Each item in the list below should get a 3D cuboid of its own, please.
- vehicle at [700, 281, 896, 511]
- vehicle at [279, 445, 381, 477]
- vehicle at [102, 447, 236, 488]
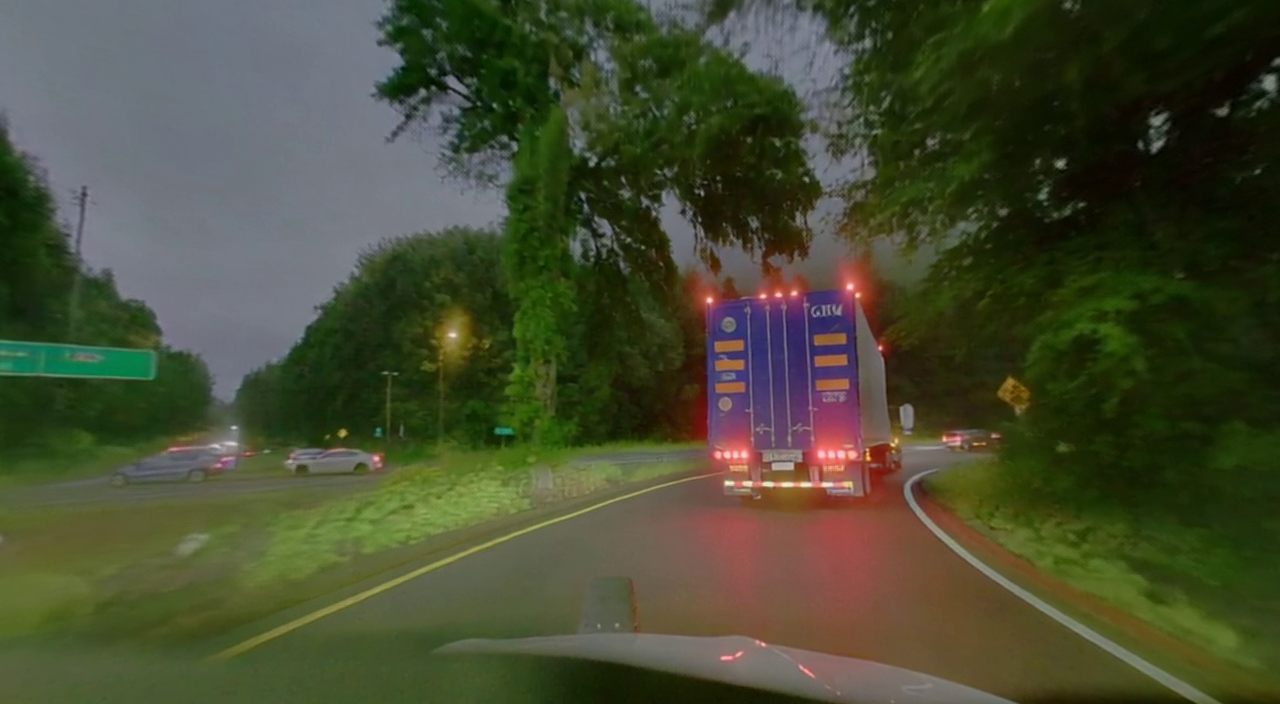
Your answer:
[{"bbox_3d":[4.259,1.309,14.798,2.937,3.647,9.344,-4,-8,22],"label":"vehicle"},{"bbox_3d":[-15.542,5.446,31.622,4.350,1.410,1.726,4,-9,-32],"label":"vehicle"},{"bbox_3d":[-20.769,5.057,27.909,4.578,1.573,1.806,5,-10,-38],"label":"vehicle"}]
